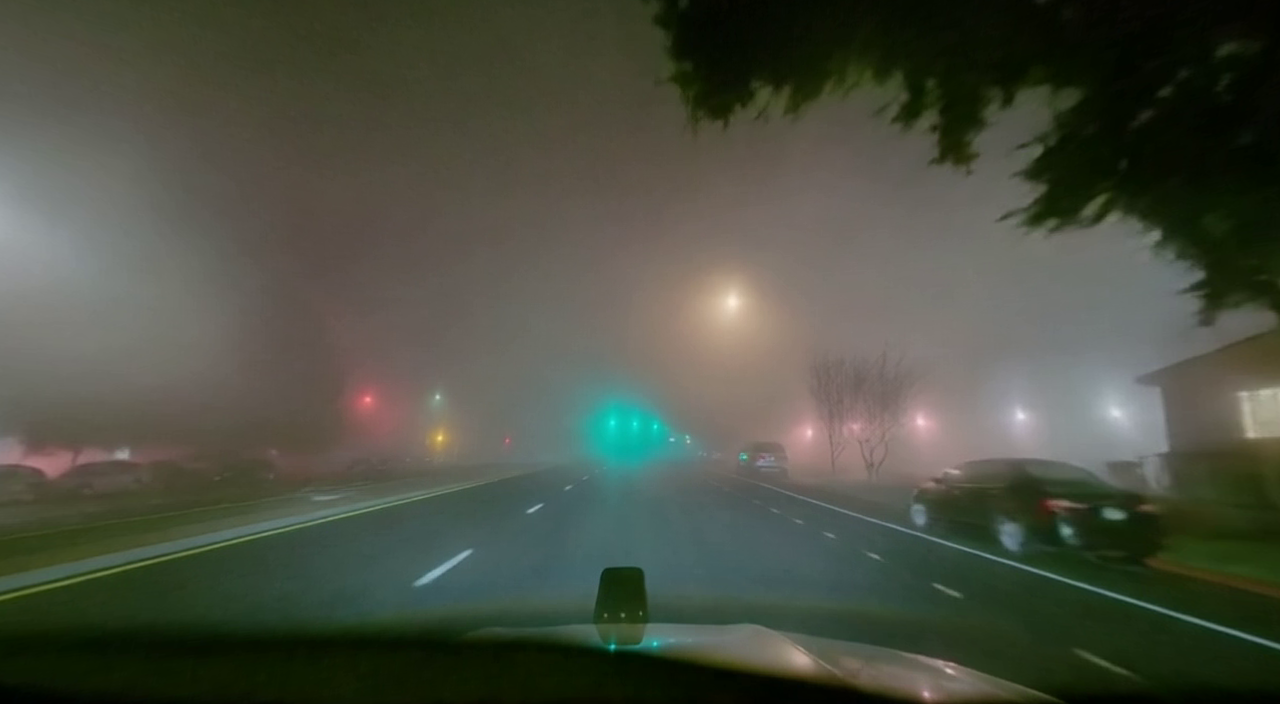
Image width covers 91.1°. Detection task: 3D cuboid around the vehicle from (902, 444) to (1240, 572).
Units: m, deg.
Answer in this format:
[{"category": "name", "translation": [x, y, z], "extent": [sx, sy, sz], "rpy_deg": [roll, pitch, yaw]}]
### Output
[{"category": "vehicle", "translation": [6.069, 2.200, 9.721], "extent": [1.945, 1.481, 4.421], "rpy_deg": [1, -9, -3]}]

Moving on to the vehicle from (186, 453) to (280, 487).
[{"category": "vehicle", "translation": [-22.018, 6.376, 34.213], "extent": [1.911, 1.473, 4.610], "rpy_deg": [-1, -6, 3]}]

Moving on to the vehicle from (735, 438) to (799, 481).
[{"category": "vehicle", "translation": [5.896, 5.038, 29.640], "extent": [2.004, 1.816, 4.585], "rpy_deg": [0, -9, -1]}]

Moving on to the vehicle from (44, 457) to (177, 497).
[{"category": "vehicle", "translation": [-22.254, 5.233, 26.650], "extent": [1.785, 1.461, 4.377], "rpy_deg": [0, -9, 0]}]

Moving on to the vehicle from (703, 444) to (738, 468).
[{"category": "vehicle", "translation": [5.943, 7.718, 46.785], "extent": [1.918, 1.662, 4.393], "rpy_deg": [1, -9, -2]}]
